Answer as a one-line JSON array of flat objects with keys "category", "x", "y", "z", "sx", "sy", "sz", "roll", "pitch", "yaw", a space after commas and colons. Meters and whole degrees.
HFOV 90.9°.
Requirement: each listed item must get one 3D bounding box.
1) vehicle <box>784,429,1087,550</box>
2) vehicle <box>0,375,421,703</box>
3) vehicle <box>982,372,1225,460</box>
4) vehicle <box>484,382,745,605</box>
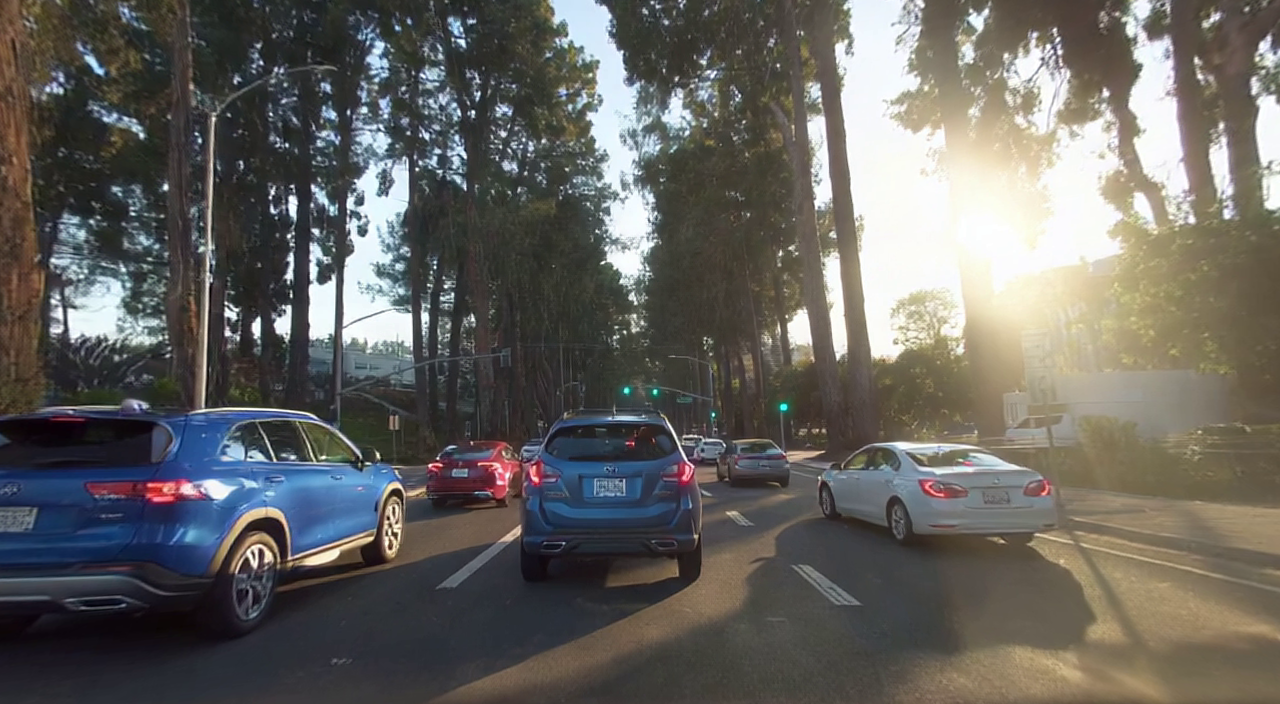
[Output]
[{"category": "vehicle", "x": 4.318, "y": 2.065, "z": 10.306, "sx": 2.036, "sy": 1.480, "sz": 4.659, "roll": 1, "pitch": -9, "yaw": -11}, {"category": "vehicle", "x": -3.709, "y": 1.286, "z": 5.426, "sx": 2.039, "sy": 1.709, "sz": 4.265, "roll": 0, "pitch": -8, "yaw": 1}, {"category": "vehicle", "x": 17.884, "y": 2.543, "z": 24.689, "sx": 7.314, "sy": 3.230, "sz": 2.680, "roll": 0, "pitch": -8, "yaw": -2}, {"category": "vehicle", "x": -0.215, "y": 1.489, "z": 7.483, "sx": 2.132, "sy": 1.816, "sz": 4.471, "roll": 0, "pitch": -8, "yaw": 0}]
